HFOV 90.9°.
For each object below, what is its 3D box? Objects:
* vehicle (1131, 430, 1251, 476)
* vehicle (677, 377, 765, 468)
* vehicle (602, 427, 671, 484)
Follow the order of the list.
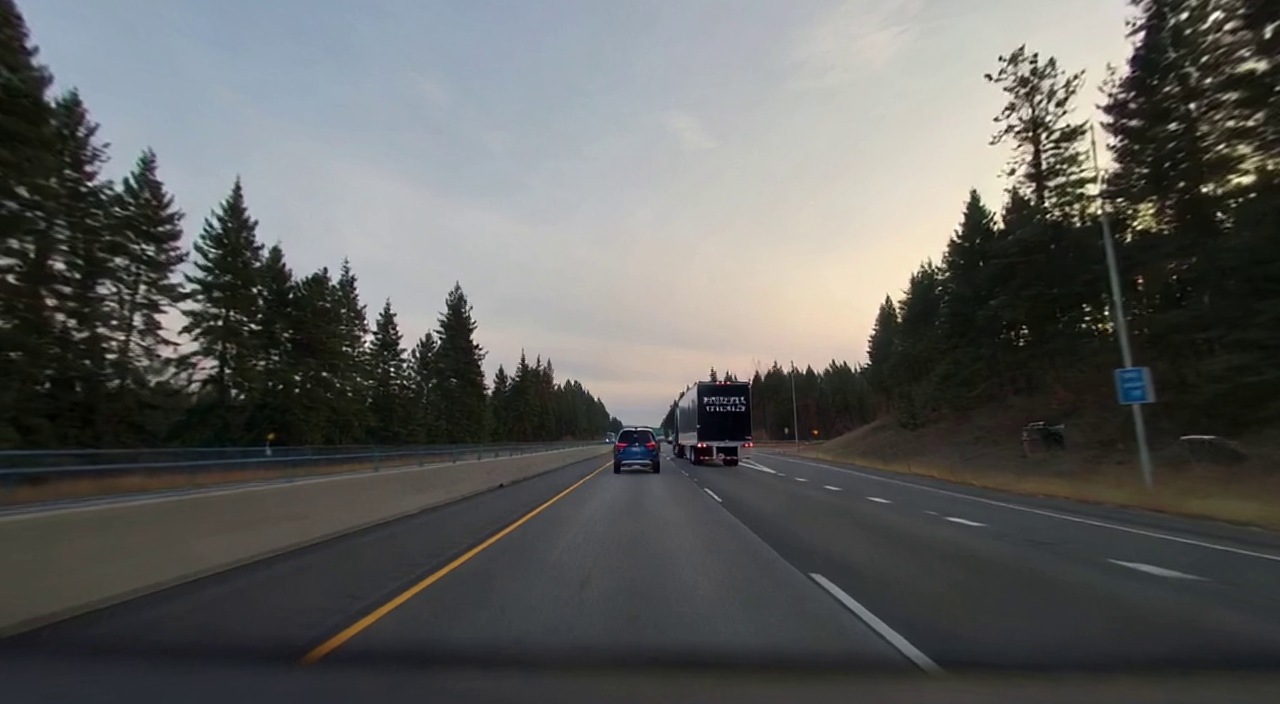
[{"bbox_3d":[42.103,7.812,48.225,8.206,3.225,2.732,4,-12,-18],"label":"vehicle"},{"bbox_3d":[4.199,4.442,37.217,2.899,4.160,16.621,0,-8,0],"label":"vehicle"},{"bbox_3d":[-0.123,3.710,22.858,2.222,1.848,4.610,0,-8,0],"label":"vehicle"}]
